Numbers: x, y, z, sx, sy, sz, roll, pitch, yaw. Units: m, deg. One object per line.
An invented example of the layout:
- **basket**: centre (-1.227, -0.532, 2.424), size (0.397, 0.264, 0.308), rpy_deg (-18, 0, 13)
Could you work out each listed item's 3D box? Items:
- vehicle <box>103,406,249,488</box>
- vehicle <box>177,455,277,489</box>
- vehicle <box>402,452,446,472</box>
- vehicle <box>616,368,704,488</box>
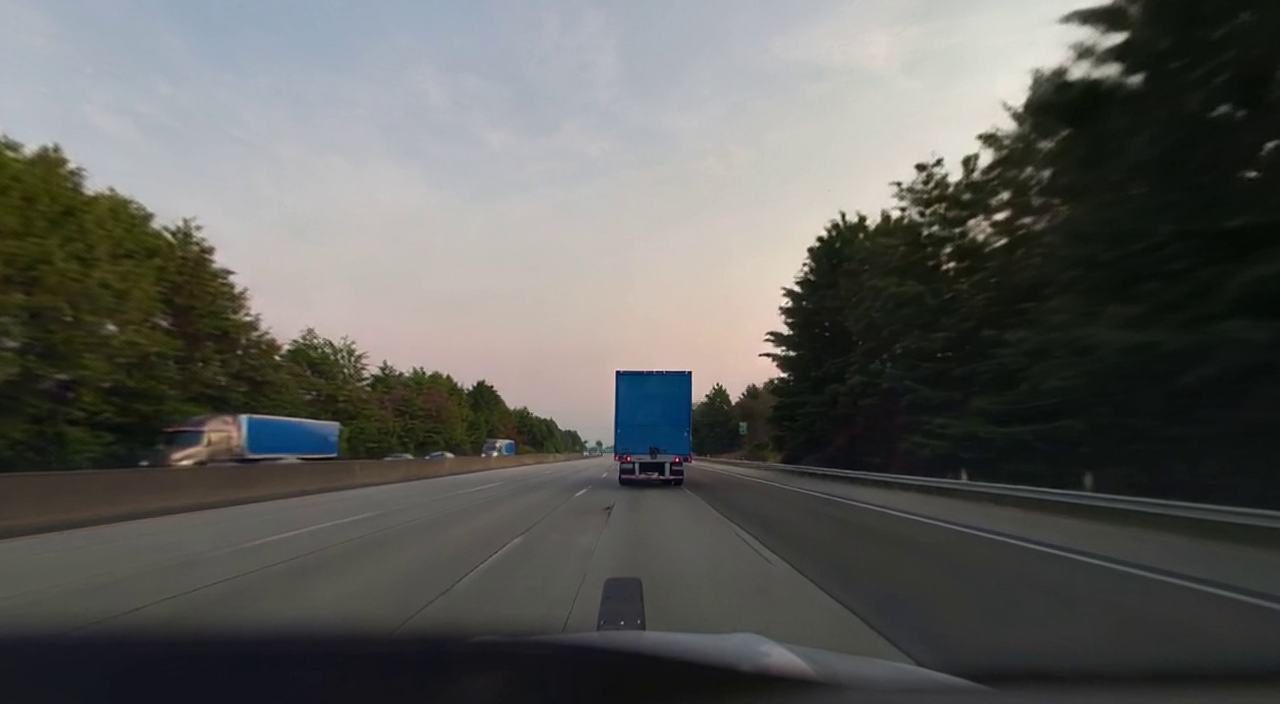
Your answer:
- **vehicle**: centre (-23.882, 4.952, 32.919), size (3.064, 3.891, 5.775), rpy_deg (0, -9, -1)
- **vehicle**: centre (-19.597, 5.685, 30.168), size (1.809, 1.437, 4.370), rpy_deg (0, -9, 0)
- **vehicle**: centre (-15.937, 8.109, 46.665), size (1.833, 1.421, 4.005), rpy_deg (0, -9, 0)
- **vehicle**: centre (0.609, 3.271, 25.934), size (2.898, 3.973, 10.063), rpy_deg (0, -9, 0)
